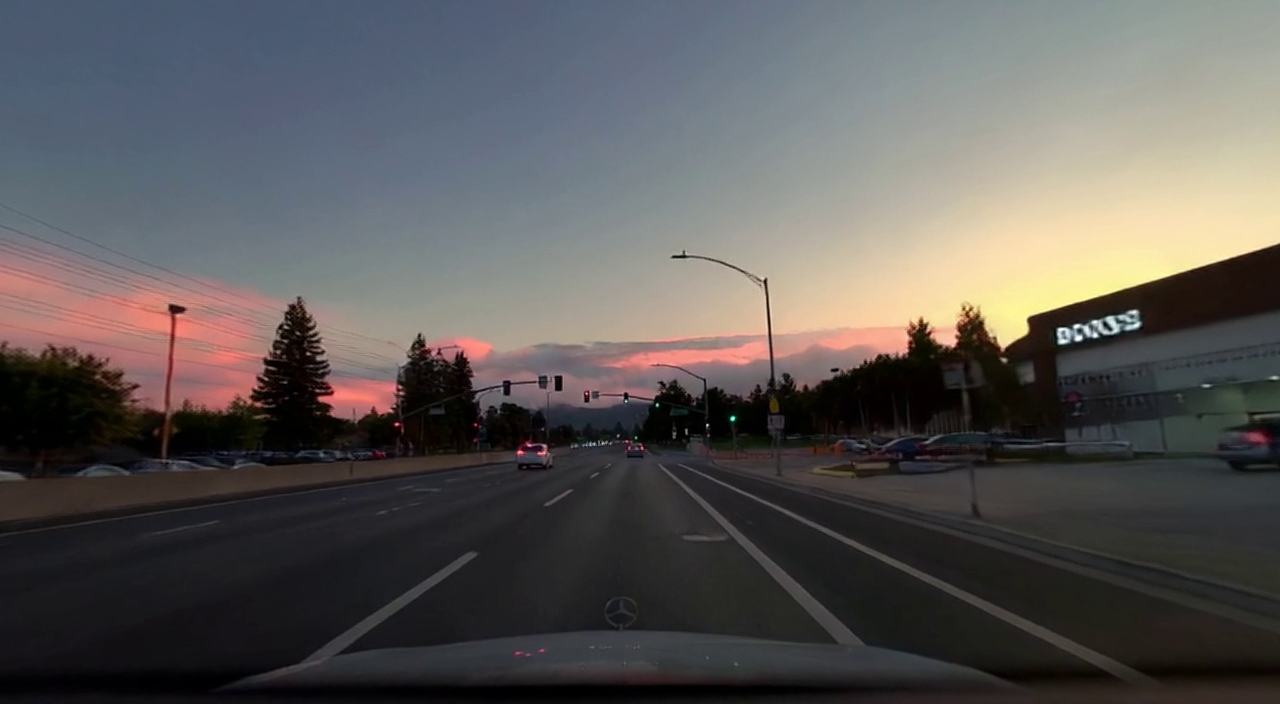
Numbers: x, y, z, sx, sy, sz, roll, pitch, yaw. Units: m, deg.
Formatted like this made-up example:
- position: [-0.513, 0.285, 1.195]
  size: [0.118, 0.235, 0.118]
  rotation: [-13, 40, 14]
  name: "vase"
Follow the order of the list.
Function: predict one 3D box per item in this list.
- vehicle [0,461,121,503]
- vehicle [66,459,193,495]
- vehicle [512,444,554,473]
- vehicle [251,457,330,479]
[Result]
- position: [-24.553, 5.317, 25.986]
  size: [4.644, 1.607, 1.900]
  rotation: [0, -8, 0]
  name: "vehicle"
- position: [-24.608, 6.009, 30.570]
  size: [4.435, 1.613, 1.928]
  rotation: [0, -8, 1]
  name: "vehicle"
- position: [-5.816, 5.806, 34.689]
  size: [1.928, 1.451, 4.219]
  rotation: [0, -9, -5]
  name: "vehicle"
- position: [-24.809, 8.230, 44.984]
  size: [4.403, 1.465, 1.928]
  rotation: [0, -9, -3]
  name: "vehicle"
